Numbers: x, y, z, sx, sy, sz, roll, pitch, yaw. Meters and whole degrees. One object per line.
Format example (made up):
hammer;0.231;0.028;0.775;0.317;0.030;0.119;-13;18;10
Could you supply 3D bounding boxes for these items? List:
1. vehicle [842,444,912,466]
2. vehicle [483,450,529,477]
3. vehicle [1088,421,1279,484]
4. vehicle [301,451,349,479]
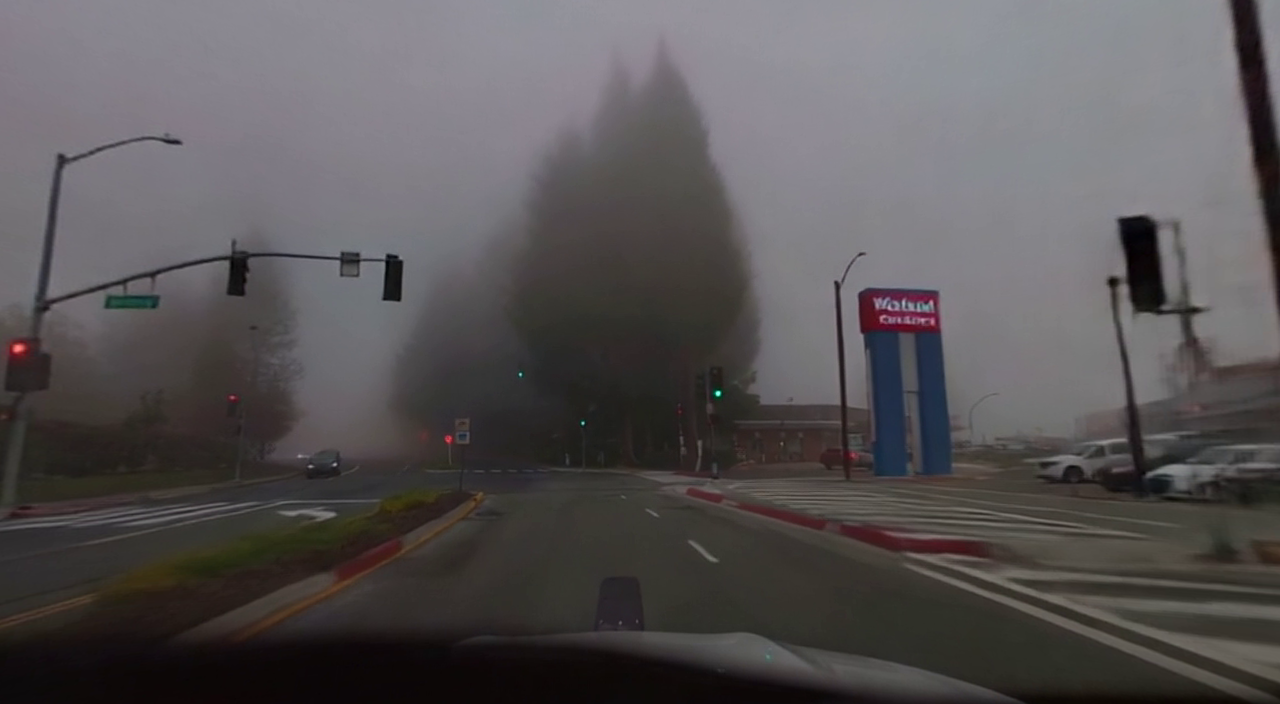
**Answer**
vehicle;18.157;7.947;48.600;4.544;1.630;2.055;-1;-9;6
vehicle;-8.169;6.738;38.398;2.094;1.500;3.682;3;-9;-21
vehicle;15.605;2.835;17.924;4.141;1.648;2.036;-1;-9;4
vehicle;-18.365;6.578;37.001;2.207;1.503;4.561;4;-9;-23
